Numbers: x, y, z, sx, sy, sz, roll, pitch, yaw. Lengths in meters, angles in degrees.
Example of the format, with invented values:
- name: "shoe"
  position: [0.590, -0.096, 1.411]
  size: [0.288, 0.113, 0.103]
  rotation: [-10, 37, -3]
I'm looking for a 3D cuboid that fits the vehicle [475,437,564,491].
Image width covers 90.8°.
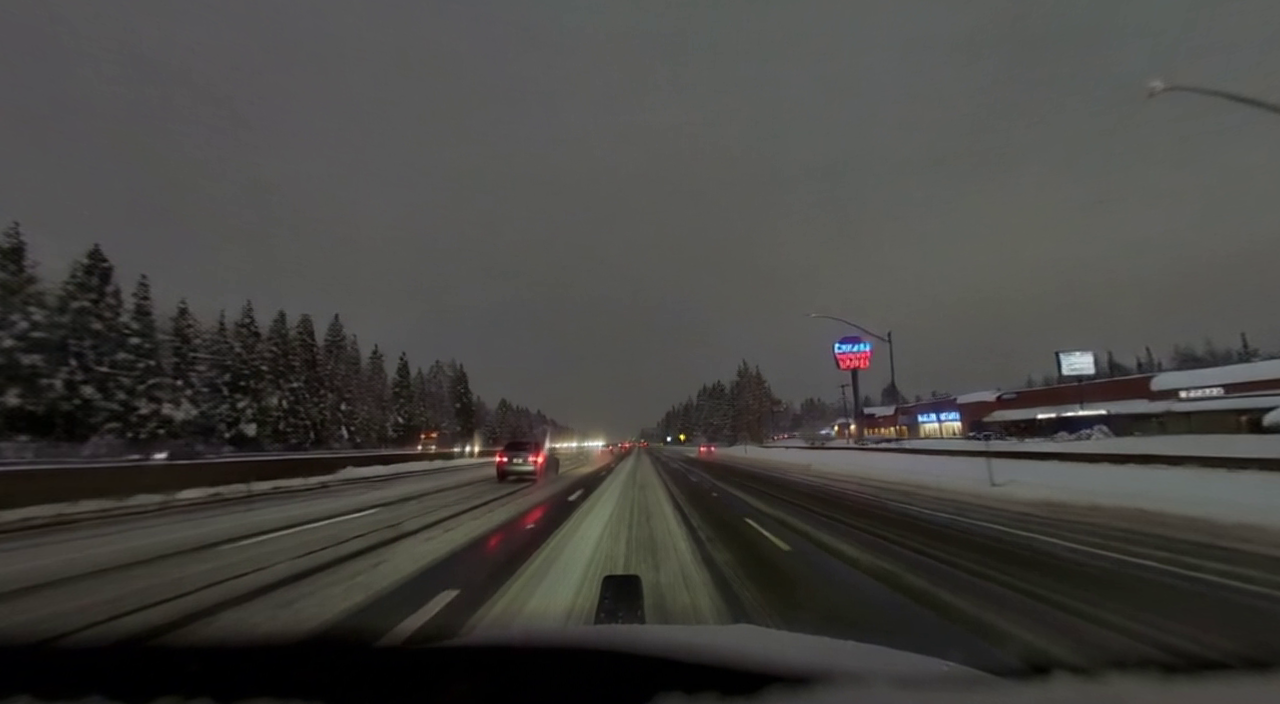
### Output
- name: "vehicle"
  position: [-3.683, 3.481, 20.067]
  size: [1.939, 1.508, 4.272]
  rotation: [0, -8, 1]

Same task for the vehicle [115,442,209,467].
- name: "vehicle"
  position: [-34.004, 7.291, 45.168]
  size: [2.160, 1.680, 5.783]
  rotation: [0, -8, 1]
